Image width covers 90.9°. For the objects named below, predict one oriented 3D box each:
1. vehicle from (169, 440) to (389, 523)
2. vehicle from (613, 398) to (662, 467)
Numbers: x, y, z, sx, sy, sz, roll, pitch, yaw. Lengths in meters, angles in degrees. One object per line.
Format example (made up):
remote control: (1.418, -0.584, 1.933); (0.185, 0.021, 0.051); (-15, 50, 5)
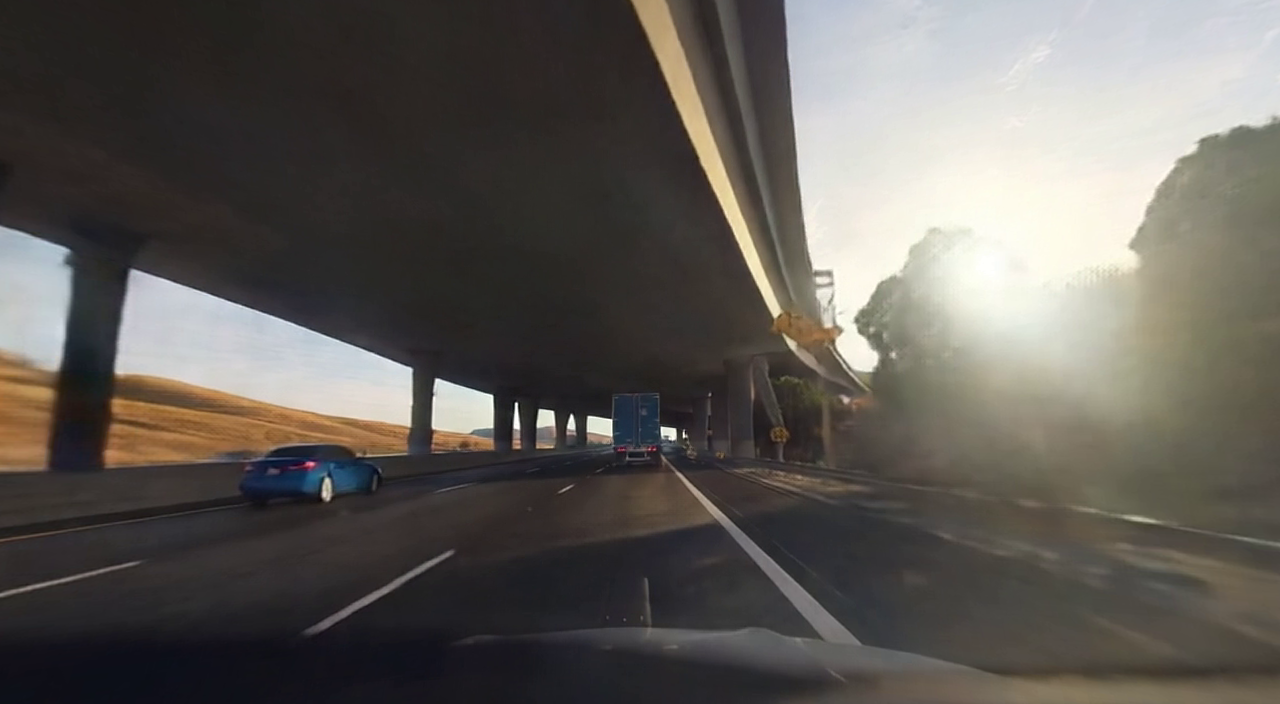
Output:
vehicle: (-7.491, 2.699, 13.798); (2.078, 1.496, 4.563); (0, -8, 1)
vehicle: (-0.086, 5.543, 42.461); (2.866, 4.014, 11.261); (0, -8, 1)
